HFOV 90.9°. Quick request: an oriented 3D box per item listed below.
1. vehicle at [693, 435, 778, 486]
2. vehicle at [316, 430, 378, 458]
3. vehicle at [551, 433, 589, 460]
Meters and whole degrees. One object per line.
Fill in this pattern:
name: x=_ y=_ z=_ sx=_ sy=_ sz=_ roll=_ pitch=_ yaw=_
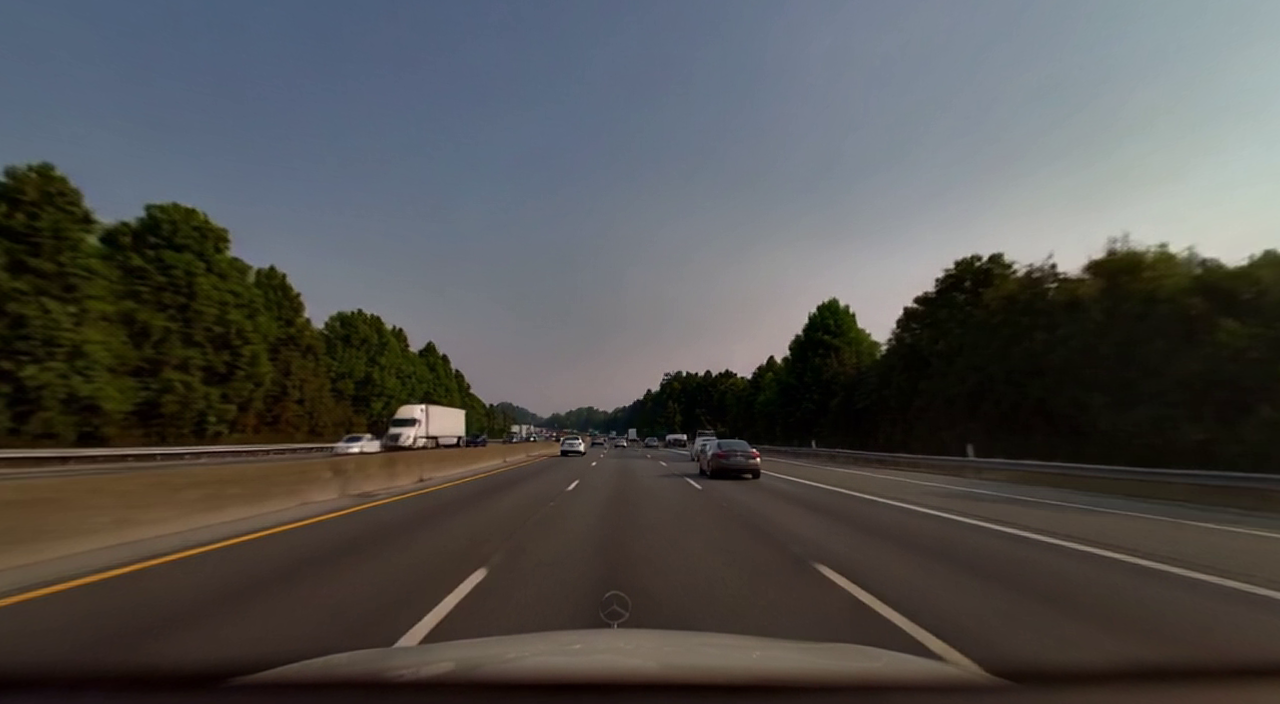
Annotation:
vehicle: x=2.949 y=3.429 z=20.343 sx=1.990 sy=1.480 sz=3.865 roll=1 pitch=-8 yaw=-3
vehicle: x=-16.370 y=5.153 z=35.435 sx=1.743 sy=1.457 sz=3.792 roll=0 pitch=-8 yaw=-1
vehicle: x=-4.527 y=6.185 z=41.520 sx=2.011 sy=1.614 sz=4.808 roll=0 pitch=-8 yaw=-1
